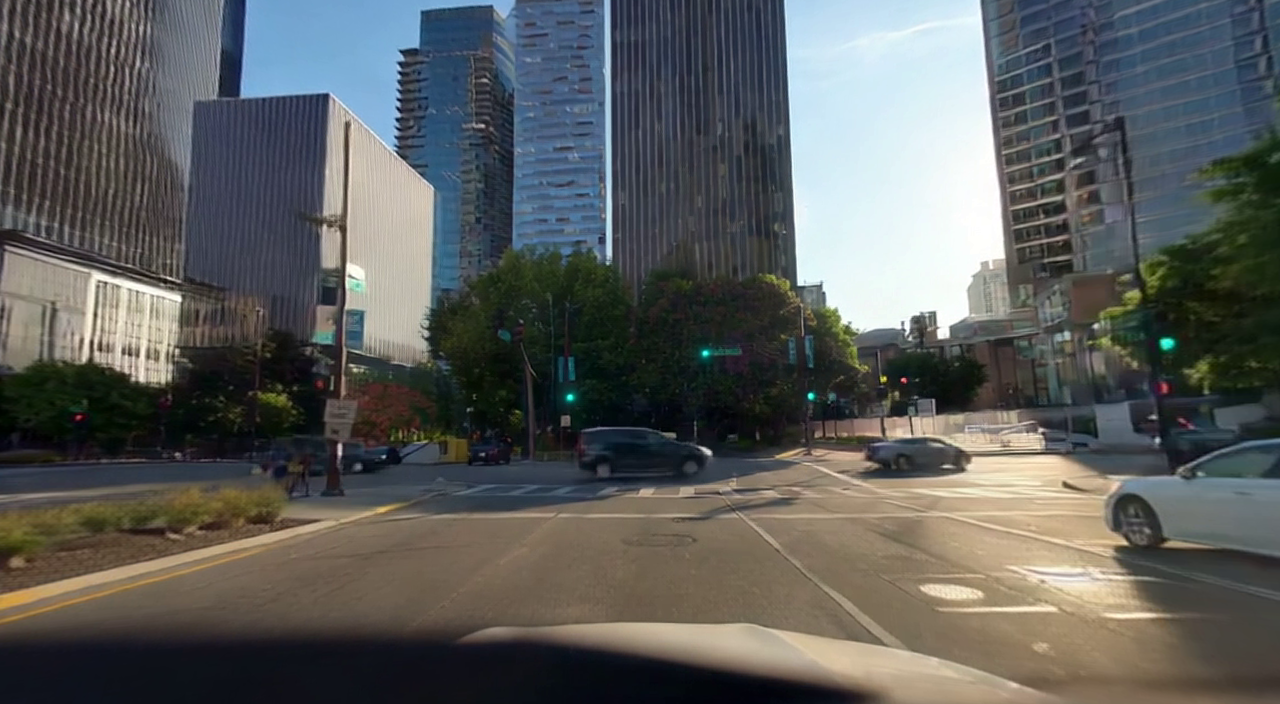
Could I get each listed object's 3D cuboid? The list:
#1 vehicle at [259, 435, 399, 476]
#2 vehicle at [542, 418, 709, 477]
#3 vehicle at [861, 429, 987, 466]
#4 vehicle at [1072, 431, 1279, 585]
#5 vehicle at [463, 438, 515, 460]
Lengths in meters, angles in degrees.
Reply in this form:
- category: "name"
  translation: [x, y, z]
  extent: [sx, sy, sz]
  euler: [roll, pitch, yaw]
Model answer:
- category: "vehicle"
  translation: [-12.097, 4.053, 24.834]
  extent: [4.482, 1.492, 1.805]
  euler: [0, -9, -4]
- category: "vehicle"
  translation: [-0.546, 3.397, 22.588]
  extent: [5.659, 1.967, 2.149]
  euler: [0, -9, -4]
- category: "vehicle"
  translation: [12.021, 4.065, 26.883]
  extent: [4.503, 1.475, 1.789]
  euler: [0, -9, -4]
- category: "vehicle"
  translation: [7.203, 1.571, 6.531]
  extent: [1.936, 1.489, 4.885]
  euler: [0, -9, -1]
- category: "vehicle"
  translation: [-10.803, 6.988, 45.493]
  extent: [1.964, 1.476, 4.593]
  euler: [-2, -9, 10]
